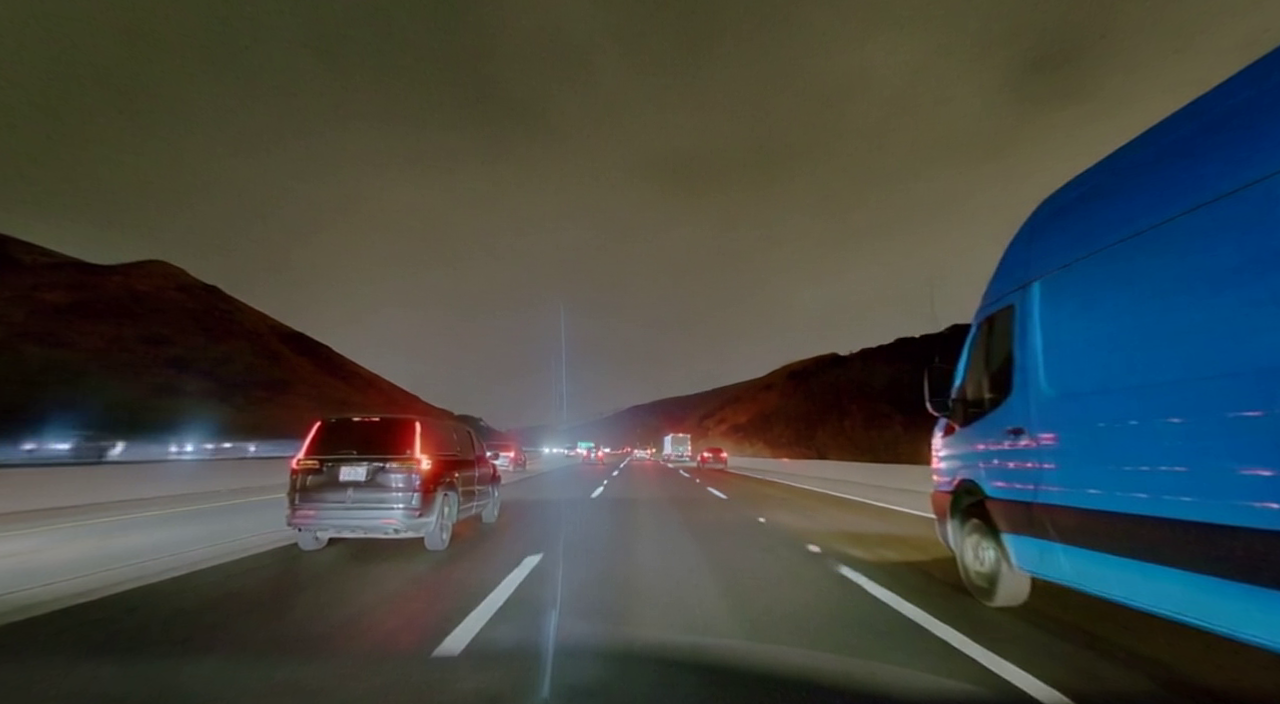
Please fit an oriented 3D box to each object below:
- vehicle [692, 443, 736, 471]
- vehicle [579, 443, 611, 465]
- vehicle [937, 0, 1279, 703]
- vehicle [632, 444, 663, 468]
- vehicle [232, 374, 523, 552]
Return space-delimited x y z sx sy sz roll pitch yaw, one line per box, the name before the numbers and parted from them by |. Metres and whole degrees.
vehicle | 4.380 6.279 37.877 2.051 1.598 4.145 0 -9 -1
vehicle | -3.389 7.811 48.480 2.138 1.581 4.340 0 -9 0
vehicle | 4.236 0.000 2.395 2.764 3.260 7.019 0 -9 1
vehicle | 0.491 7.001 42.613 2.014 1.543 3.804 0 -9 0
vehicle | -3.789 1.816 10.768 2.421 2.203 5.775 0 -9 0
